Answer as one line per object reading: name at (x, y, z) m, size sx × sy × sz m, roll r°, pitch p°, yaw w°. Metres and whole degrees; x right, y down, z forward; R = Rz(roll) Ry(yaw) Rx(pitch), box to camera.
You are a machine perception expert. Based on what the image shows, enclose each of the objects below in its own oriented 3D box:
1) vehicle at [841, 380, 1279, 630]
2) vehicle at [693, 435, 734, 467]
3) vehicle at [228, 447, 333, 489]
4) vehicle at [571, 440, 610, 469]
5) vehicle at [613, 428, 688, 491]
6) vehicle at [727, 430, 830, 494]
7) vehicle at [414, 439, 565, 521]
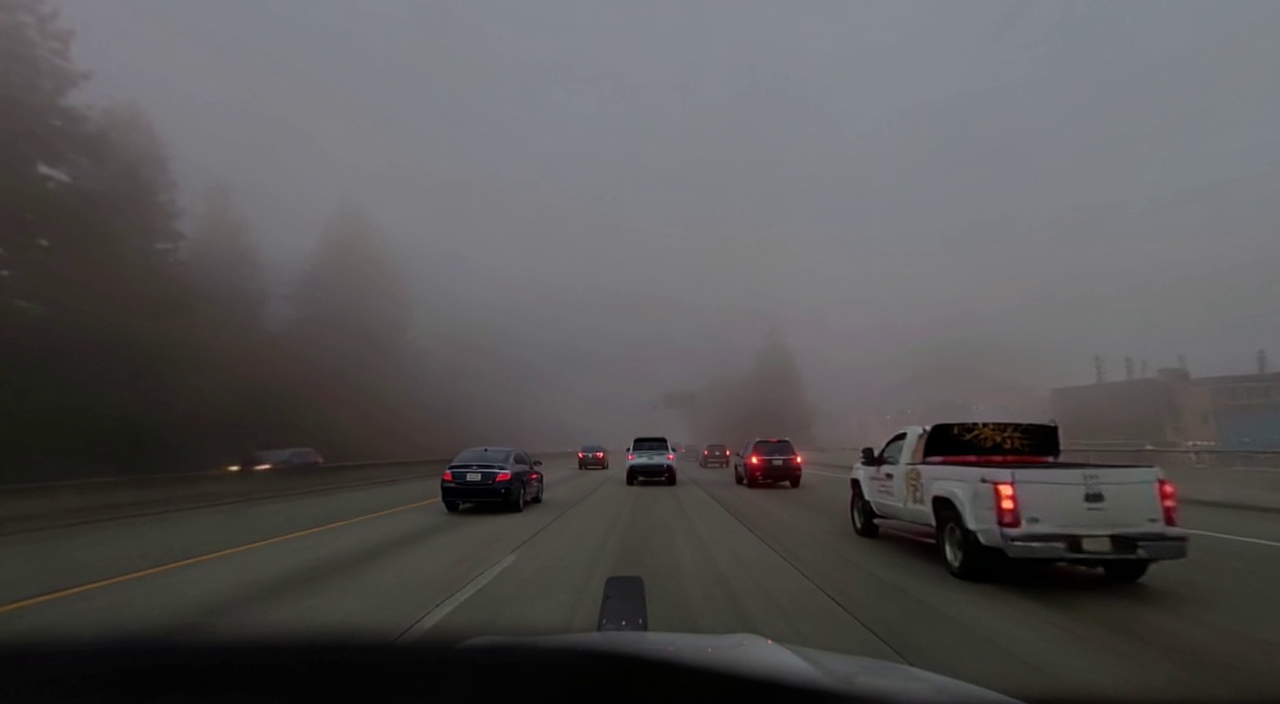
vehicle at (3.927, 1.389, 6.655) m, size 2.156 × 1.701 × 4.494 m, roll -1°, pitch -9°, yaw 1°
vehicle at (4.508, 6.152, 39.326) m, size 2.039 × 1.832 × 3.989 m, roll 0°, pitch -9°, yaw 0°
vehicle at (-17.115, 5.511, 30.358) m, size 2.104 × 1.780 × 4.783 m, roll -1°, pitch -9°, yaw 2°
vehicle at (-3.022, 6.380, 39.388) m, size 1.951 × 1.694 × 4.188 m, roll -1°, pitch -9°, yaw 2°
vehicle at (0.326, 3.465, 20.603) m, size 2.153 × 1.805 × 4.631 m, roll -1°, pitch -9°, yaw 1°
vehicle at (3.958, 3.233, 18.852) m, size 2.094 × 1.676 × 4.309 m, roll 0°, pitch -9°, yaw 0°
vehicle at (-3.010, 2.689, 13.866) m, size 1.965 × 1.443 × 4.968 m, roll -1°, pitch -9°, yaw 2°
